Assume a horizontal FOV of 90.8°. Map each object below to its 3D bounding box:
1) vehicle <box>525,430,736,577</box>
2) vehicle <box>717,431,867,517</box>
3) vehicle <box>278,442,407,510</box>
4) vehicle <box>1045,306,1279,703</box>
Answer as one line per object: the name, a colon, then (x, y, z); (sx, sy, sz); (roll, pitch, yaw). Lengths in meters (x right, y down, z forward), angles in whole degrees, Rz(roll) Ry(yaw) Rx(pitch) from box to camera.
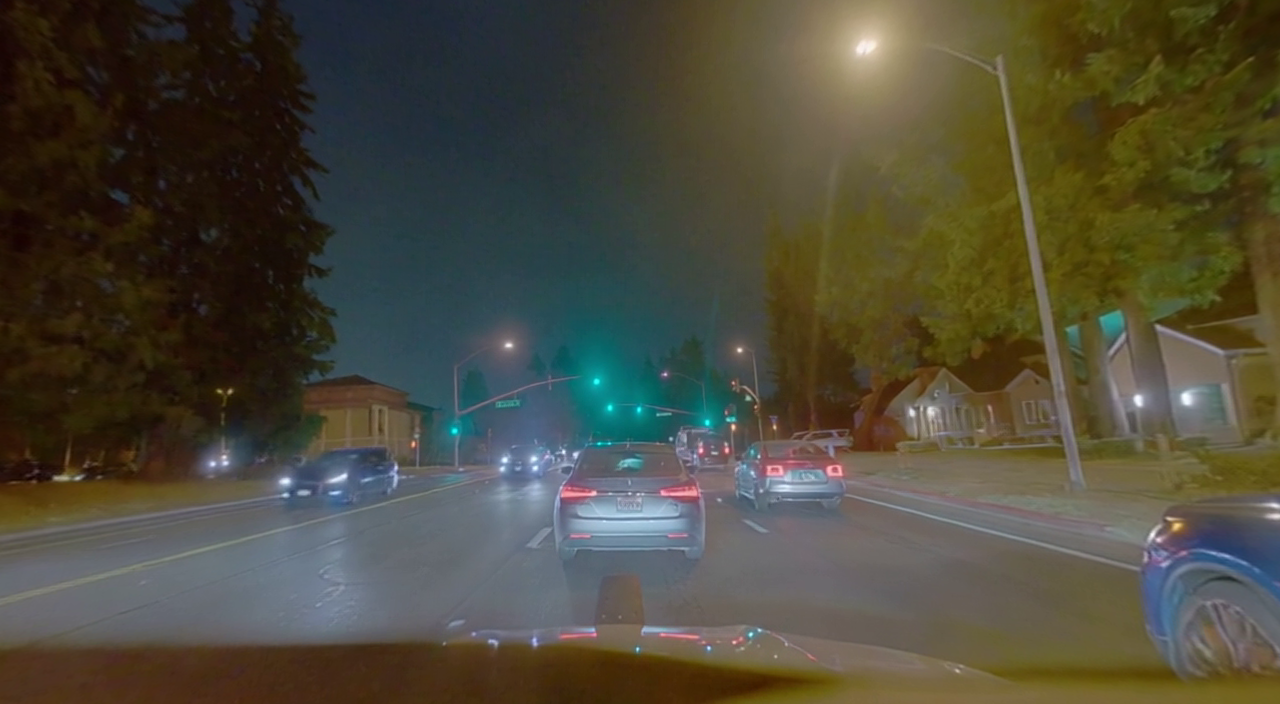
vehicle: (-0.132, 1.885, 8.710); (2.186, 1.500, 4.141); (0, -8, -1)
vehicle: (2.984, 2.510, 13.555); (1.971, 1.517, 4.521); (0, -8, -1)
vehicle: (-8.636, 3.583, 18.816); (1.996, 1.680, 4.203); (-2, -8, -3)
vehicle: (3.382, 0.581, 1.403); (2.006, 1.766, 4.345); (0, -8, -1)
